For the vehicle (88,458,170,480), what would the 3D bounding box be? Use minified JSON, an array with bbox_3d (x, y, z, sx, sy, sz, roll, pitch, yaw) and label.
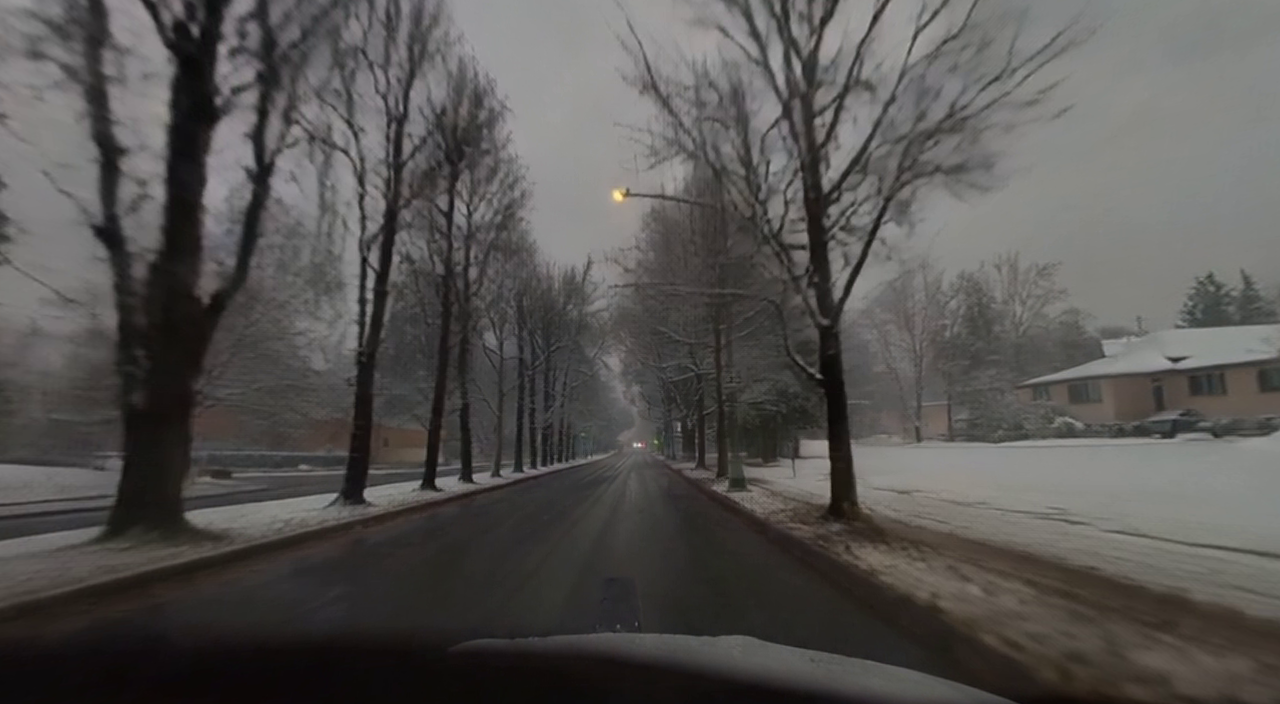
[{"bbox_3d":[-36.450,8.364,45.236,4.213,1.431,1.812,0,-8,-1],"label":"vehicle"}]
